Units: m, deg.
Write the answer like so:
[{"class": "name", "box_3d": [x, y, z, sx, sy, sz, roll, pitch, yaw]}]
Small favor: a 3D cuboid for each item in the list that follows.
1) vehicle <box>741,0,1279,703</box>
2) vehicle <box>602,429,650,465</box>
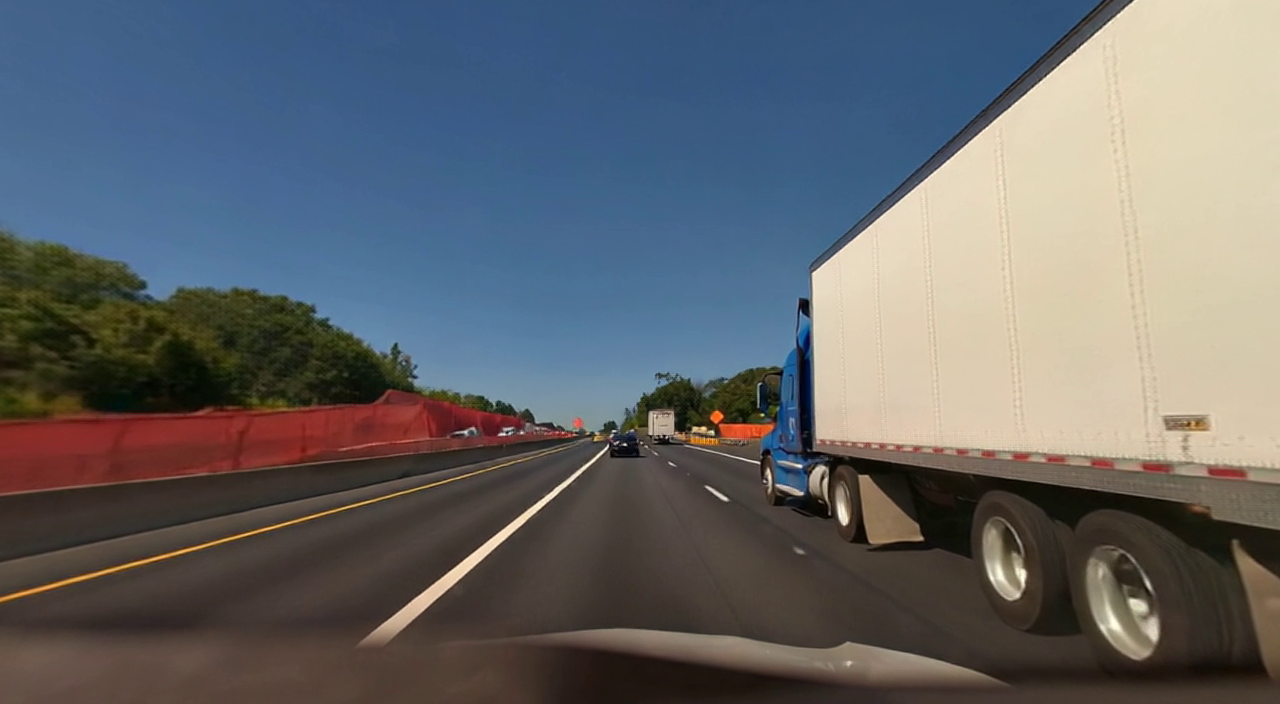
[{"class": "vehicle", "box_3d": [3.557, 0.290, 6.522, 2.919, 3.634, 10.888, 0, -8, -2]}, {"class": "vehicle", "box_3d": [-0.596, 4.112, 27.474, 1.929, 1.469, 3.677, 0, -8, -1]}]
